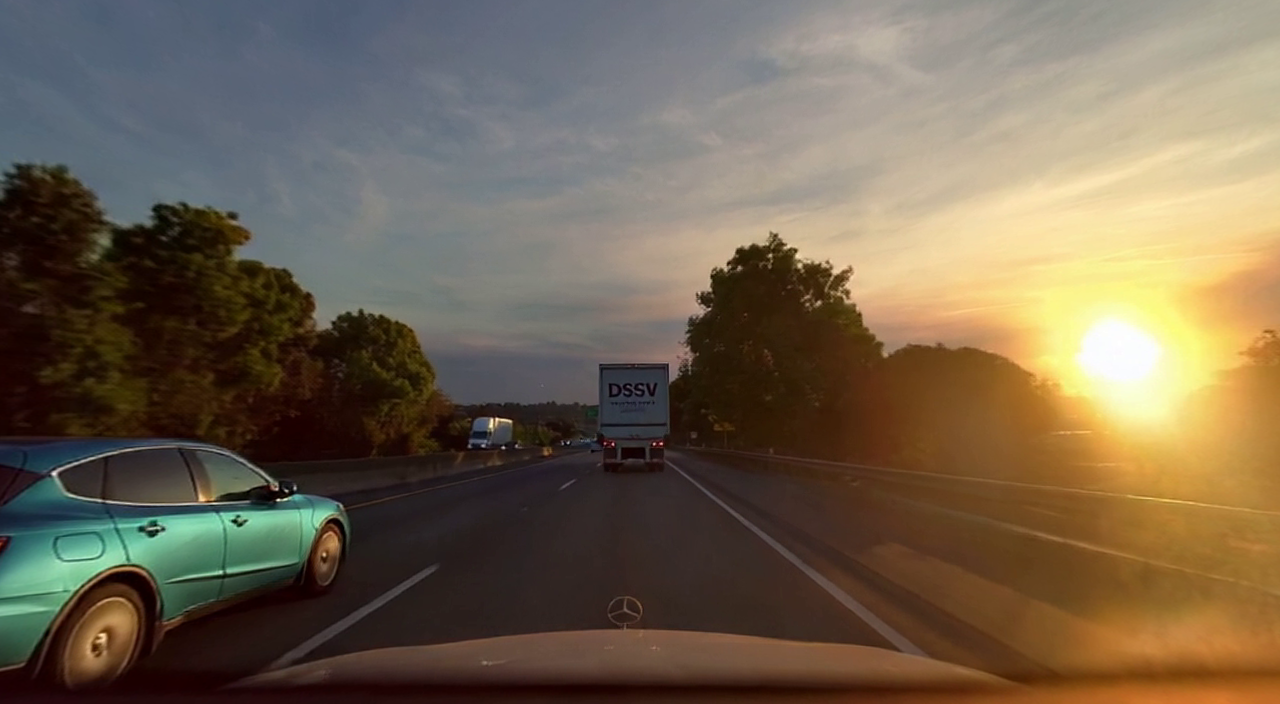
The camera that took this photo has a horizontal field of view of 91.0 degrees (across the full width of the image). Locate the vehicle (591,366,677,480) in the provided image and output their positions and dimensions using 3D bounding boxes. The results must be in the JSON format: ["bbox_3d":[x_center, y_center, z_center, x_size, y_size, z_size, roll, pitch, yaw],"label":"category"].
[{"bbox_3d":[-0.366,3.177,26.962,2.969,3.957,10.270,0,-8,-2],"label":"vehicle"}]
